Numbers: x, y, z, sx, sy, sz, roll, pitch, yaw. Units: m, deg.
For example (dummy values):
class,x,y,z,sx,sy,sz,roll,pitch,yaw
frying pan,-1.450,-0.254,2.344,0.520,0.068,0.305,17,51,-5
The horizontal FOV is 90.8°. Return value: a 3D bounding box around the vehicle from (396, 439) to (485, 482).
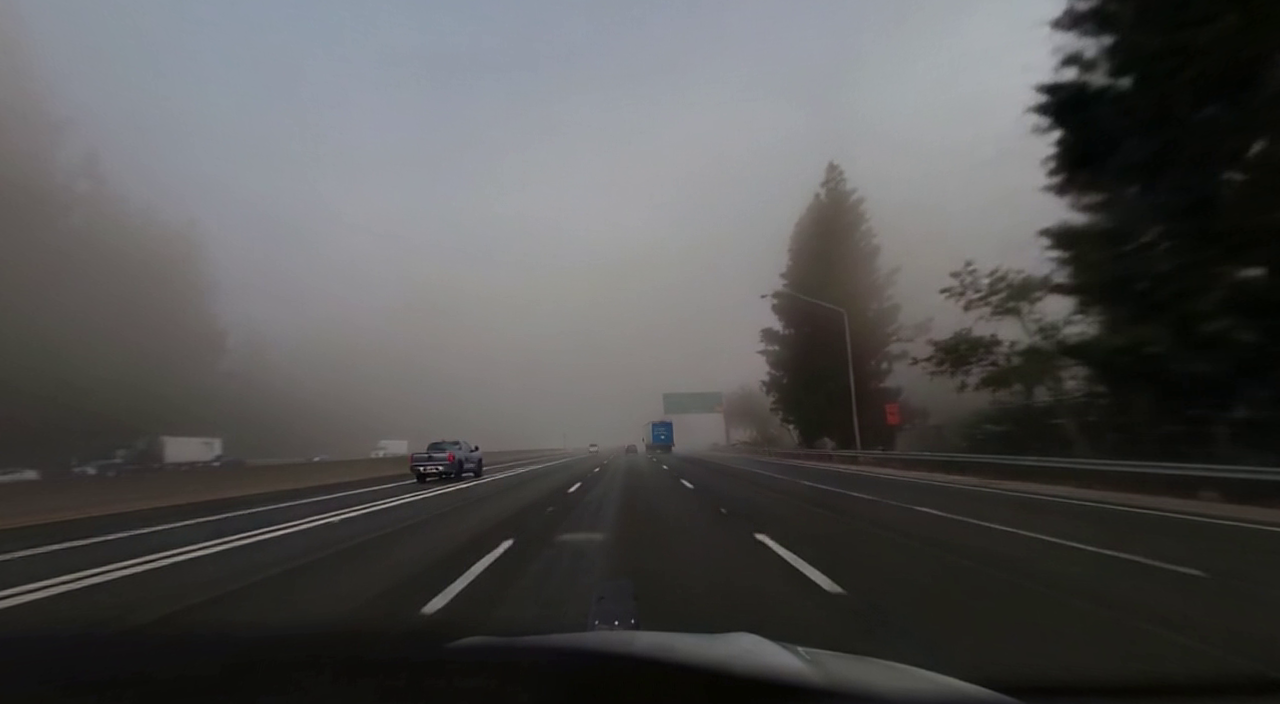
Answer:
class,x,y,z,sx,sy,sz,roll,pitch,yaw
vehicle,-7.647,4.189,24.670,2.033,1.494,4.508,0,-8,0
